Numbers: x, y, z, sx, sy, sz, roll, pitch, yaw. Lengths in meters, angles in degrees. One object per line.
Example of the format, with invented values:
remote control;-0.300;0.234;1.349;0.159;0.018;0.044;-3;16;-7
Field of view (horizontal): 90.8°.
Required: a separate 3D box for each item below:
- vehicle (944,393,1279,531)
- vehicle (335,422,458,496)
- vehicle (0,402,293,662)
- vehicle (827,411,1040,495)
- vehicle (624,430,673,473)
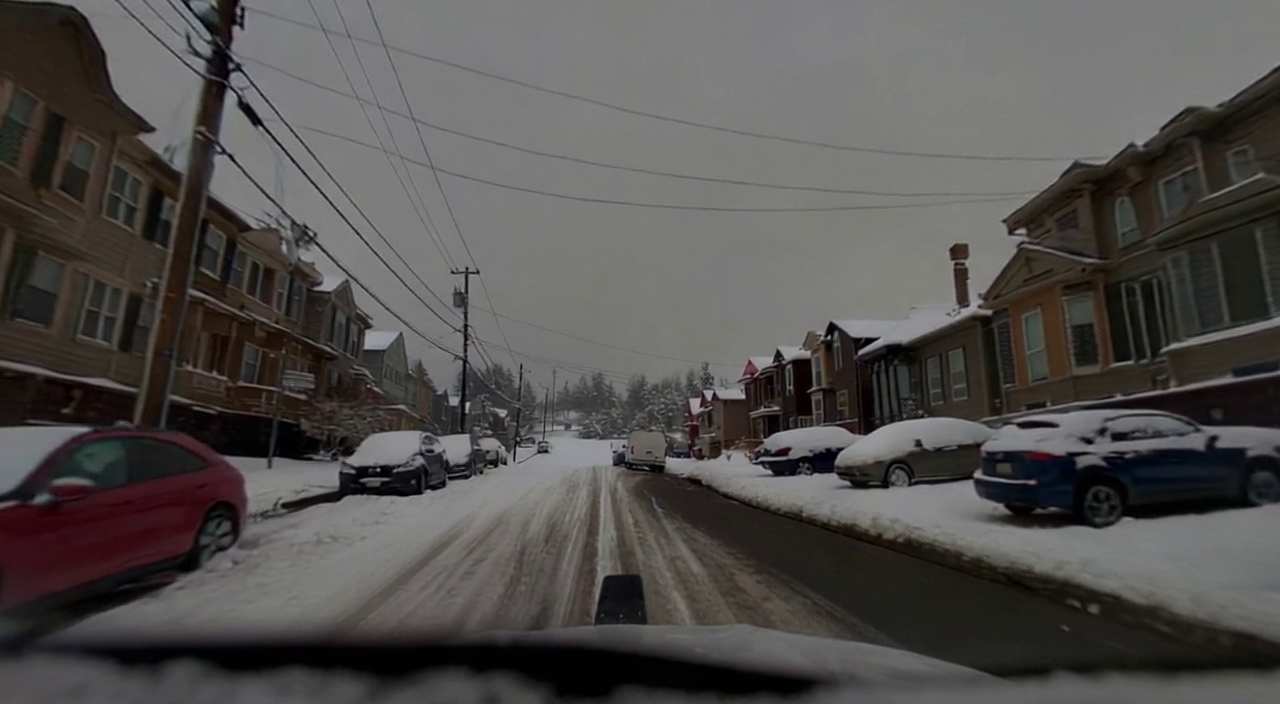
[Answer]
vehicle;7.422;1.615;9.726;4.316;1.730;2.166;-1;-8;-6
vehicle;-6.166;2.689;16.516;1.967;1.656;3.924;2;-7;-6
vehicle;-4.995;1.183;4.913;2.084;1.522;4.925;3;-6;-5
vehicle;7.243;2.505;15.867;4.315;1.736;1.950;-2;-8;-7
vehicle;0.403;5.652;36.243;2.343;2.229;4.199;2;-8;-4
